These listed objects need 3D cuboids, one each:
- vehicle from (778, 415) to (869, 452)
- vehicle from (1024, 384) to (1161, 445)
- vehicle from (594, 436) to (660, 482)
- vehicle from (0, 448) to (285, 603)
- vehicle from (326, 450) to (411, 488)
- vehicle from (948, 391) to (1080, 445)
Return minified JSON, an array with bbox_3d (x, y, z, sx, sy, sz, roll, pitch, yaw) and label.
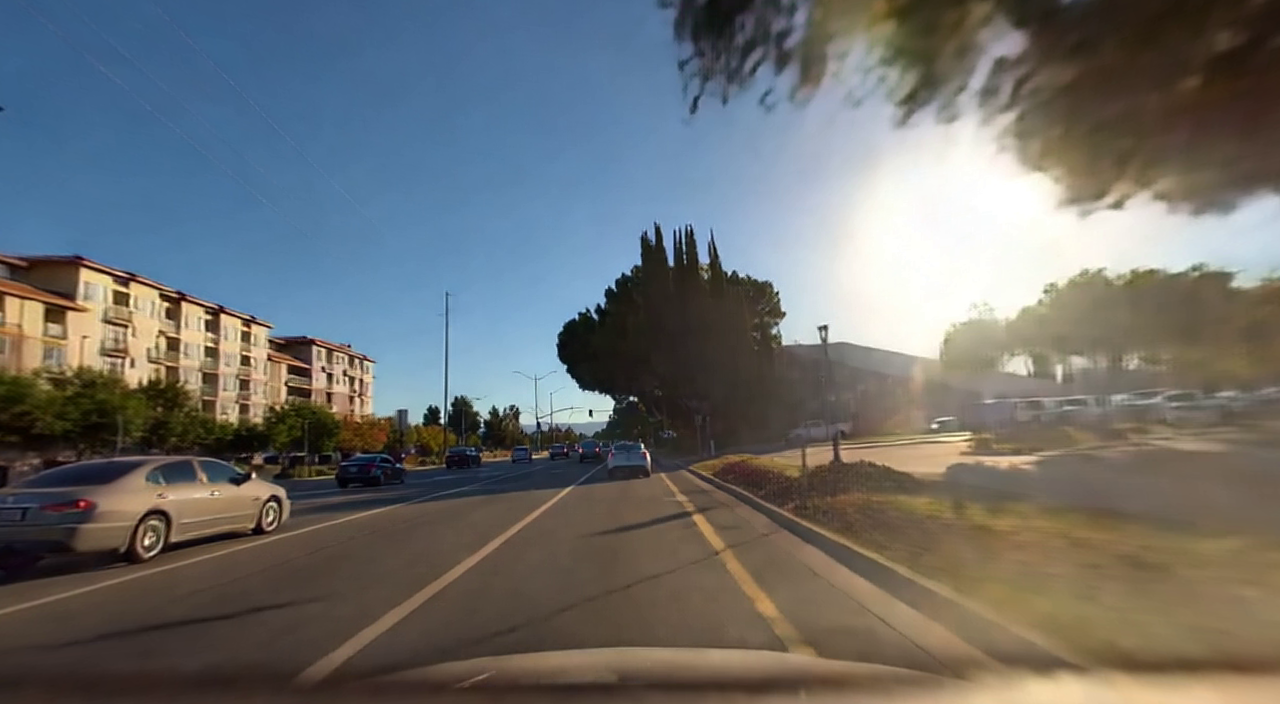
[{"bbox_3d":[12.635,5.618,43.827,5.253,2.014,2.666,-5,-6,-5],"label":"vehicle"},{"bbox_3d":[18.552,2.680,26.231,2.002,2.015,4.254,-8,-8,-6],"label":"vehicle"},{"bbox_3d":[-0.459,3.760,22.477,2.099,1.469,4.389,0,-8,-1],"label":"vehicle"},{"bbox_3d":[-7.025,2.035,8.448,1.906,1.449,4.576,0,-8,0],"label":"vehicle"},{"bbox_3d":[-11.774,5.074,27.739,2.024,1.484,4.592,1,-8,-5],"label":"vehicle"},{"bbox_3d":[15.753,2.921,27.051,2.395,2.028,5.135,0,-9,-1],"label":"vehicle"}]
